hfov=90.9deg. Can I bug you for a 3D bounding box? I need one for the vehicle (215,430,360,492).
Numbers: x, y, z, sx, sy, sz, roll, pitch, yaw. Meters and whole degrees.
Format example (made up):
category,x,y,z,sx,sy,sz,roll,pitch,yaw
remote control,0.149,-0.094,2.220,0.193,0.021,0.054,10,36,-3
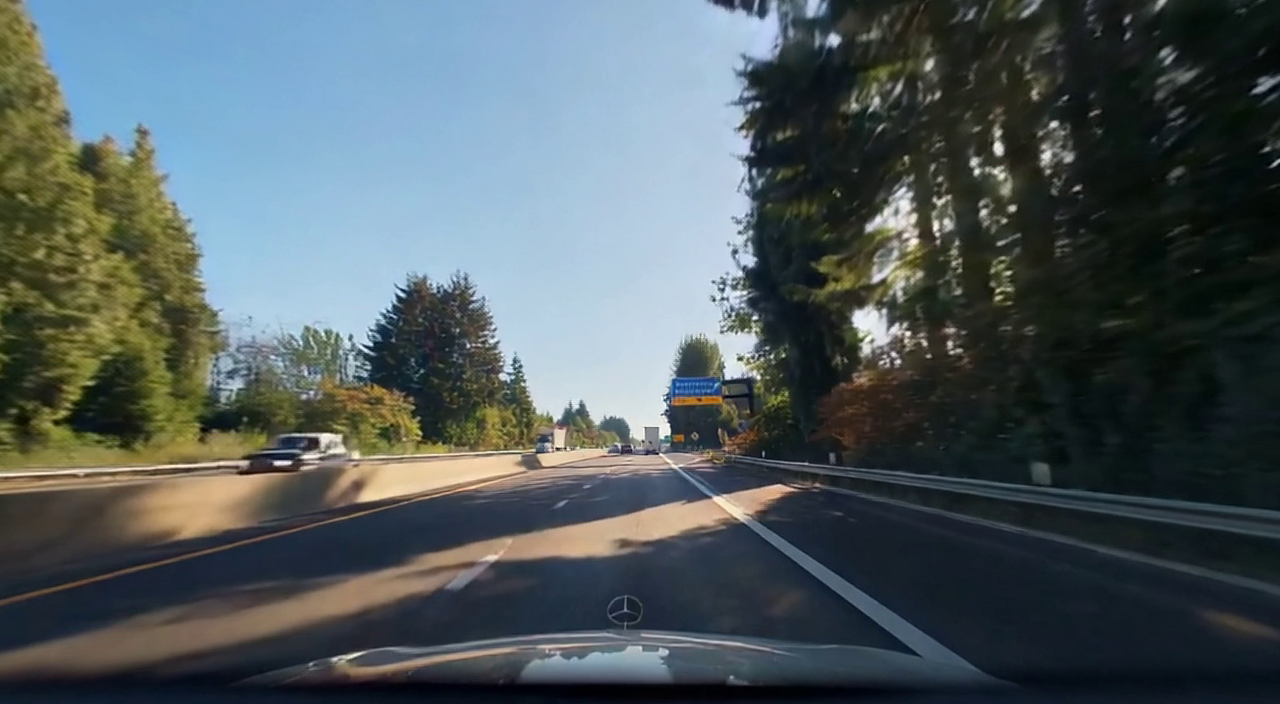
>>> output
category,x,y,z,sx,sy,sz,roll,pitch,yaw
vehicle,-11.862,3.718,21.728,2.021,1.855,5.059,0,-9,1
